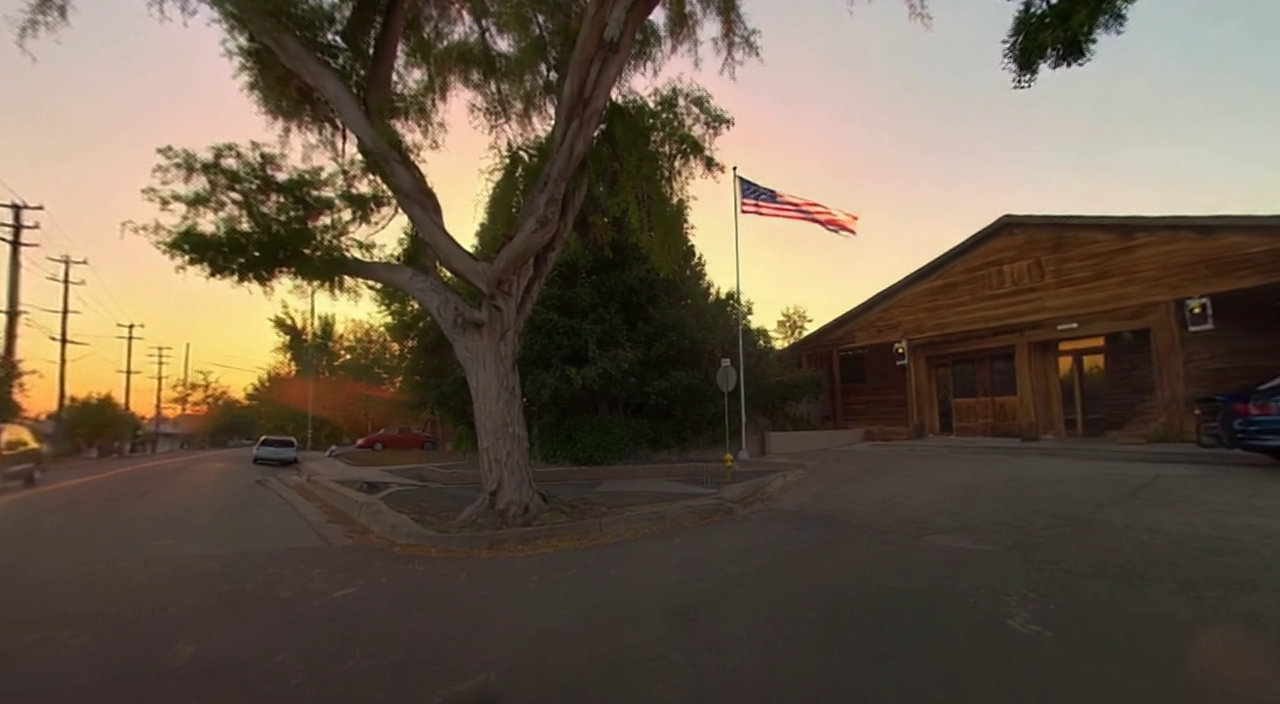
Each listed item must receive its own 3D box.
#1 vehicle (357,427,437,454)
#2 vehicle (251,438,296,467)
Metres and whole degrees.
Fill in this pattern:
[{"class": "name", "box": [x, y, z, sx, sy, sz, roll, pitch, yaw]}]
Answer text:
[{"class": "vehicle", "box": [-16.630, 6.068, 43.311, 4.767, 1.735, 1.920, 5, -10, -31]}, {"class": "vehicle", "box": [-20.187, 5.520, 34.833, 1.941, 1.460, 4.206, 5, -10, -30]}]
